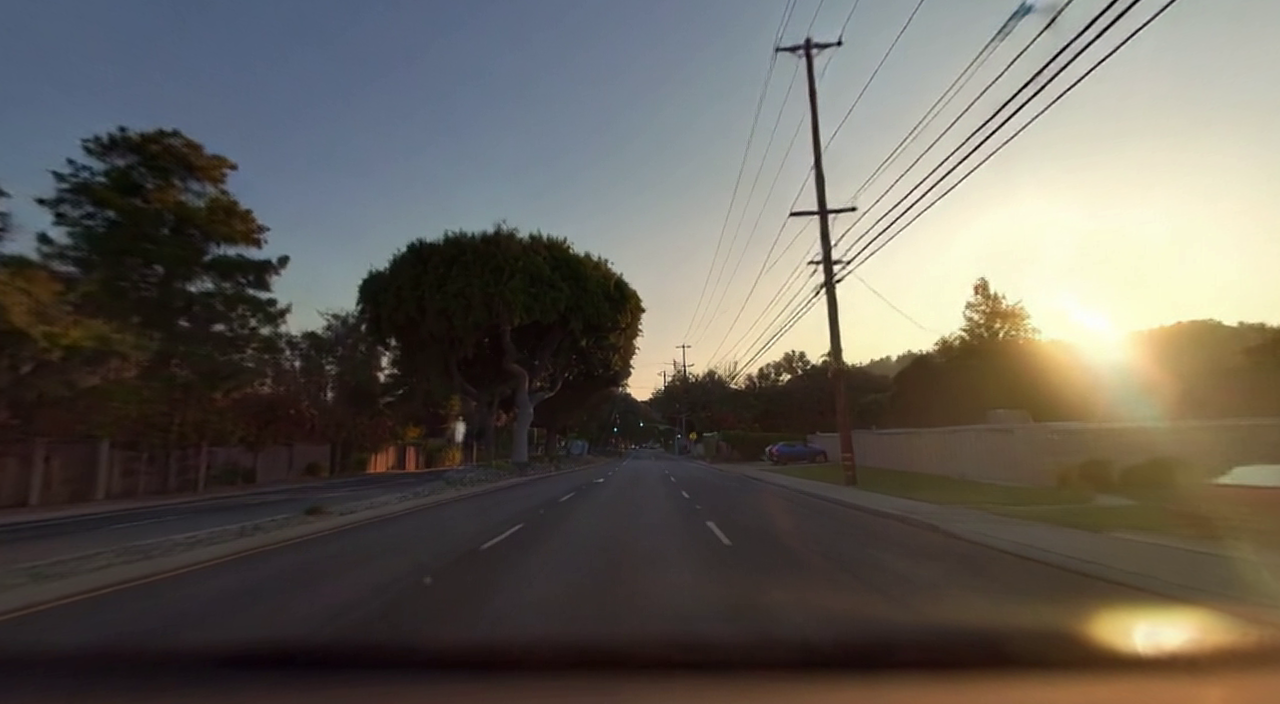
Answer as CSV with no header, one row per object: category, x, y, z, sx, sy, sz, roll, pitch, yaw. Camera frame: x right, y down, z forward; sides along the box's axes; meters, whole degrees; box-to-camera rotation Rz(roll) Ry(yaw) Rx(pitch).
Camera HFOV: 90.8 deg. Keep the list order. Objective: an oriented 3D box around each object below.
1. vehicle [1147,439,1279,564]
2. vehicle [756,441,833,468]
vehicle,9.316,1.856,8.113,4.159,1.408,1.822,1,-9,-5
vehicle,9.843,6.553,40.423,4.387,1.680,1.958,1,-9,-3
